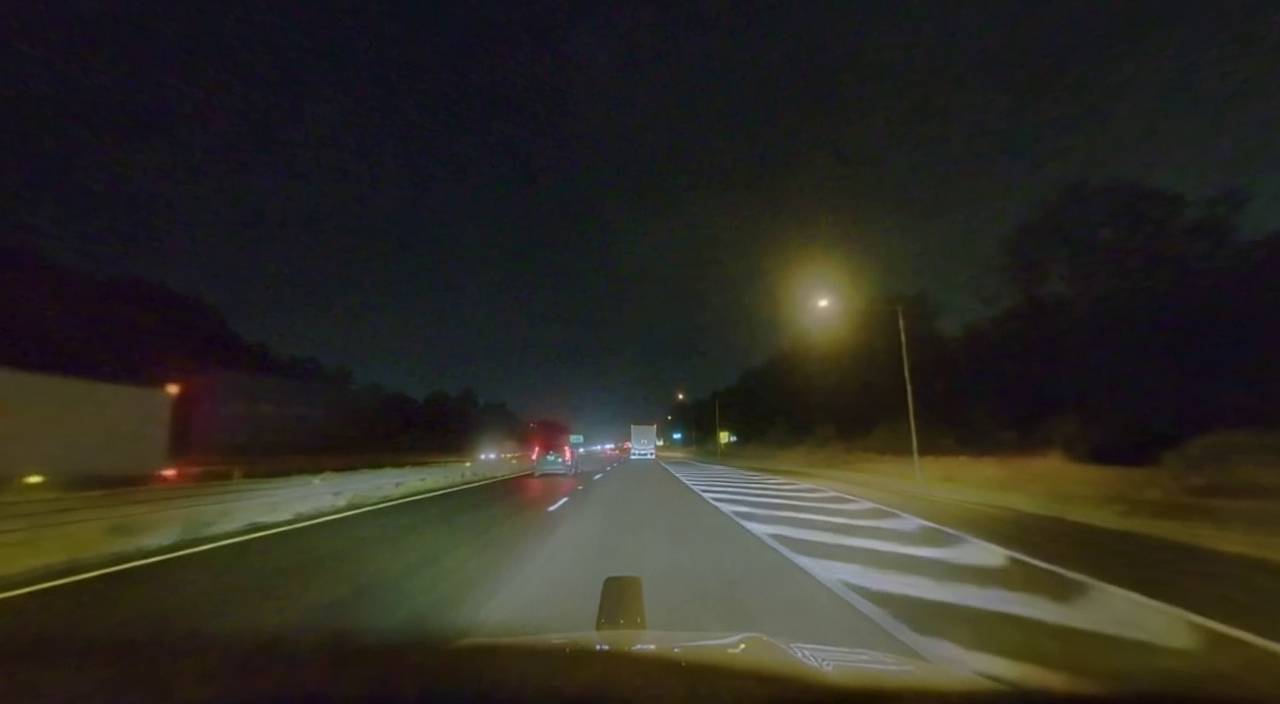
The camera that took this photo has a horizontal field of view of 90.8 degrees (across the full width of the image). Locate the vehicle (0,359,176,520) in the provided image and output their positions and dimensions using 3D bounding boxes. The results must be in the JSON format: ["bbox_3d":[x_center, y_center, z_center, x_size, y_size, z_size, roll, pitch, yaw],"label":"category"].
[{"bbox_3d":[-17.487,2.467,17.425,2.916,3.983,8.272,0,-9,0],"label":"vehicle"}]

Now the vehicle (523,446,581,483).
[{"bbox_3d":[-3.733,4.860,27.535,1.886,1.465,4.119,0,-9,1],"label":"vehicle"}]
